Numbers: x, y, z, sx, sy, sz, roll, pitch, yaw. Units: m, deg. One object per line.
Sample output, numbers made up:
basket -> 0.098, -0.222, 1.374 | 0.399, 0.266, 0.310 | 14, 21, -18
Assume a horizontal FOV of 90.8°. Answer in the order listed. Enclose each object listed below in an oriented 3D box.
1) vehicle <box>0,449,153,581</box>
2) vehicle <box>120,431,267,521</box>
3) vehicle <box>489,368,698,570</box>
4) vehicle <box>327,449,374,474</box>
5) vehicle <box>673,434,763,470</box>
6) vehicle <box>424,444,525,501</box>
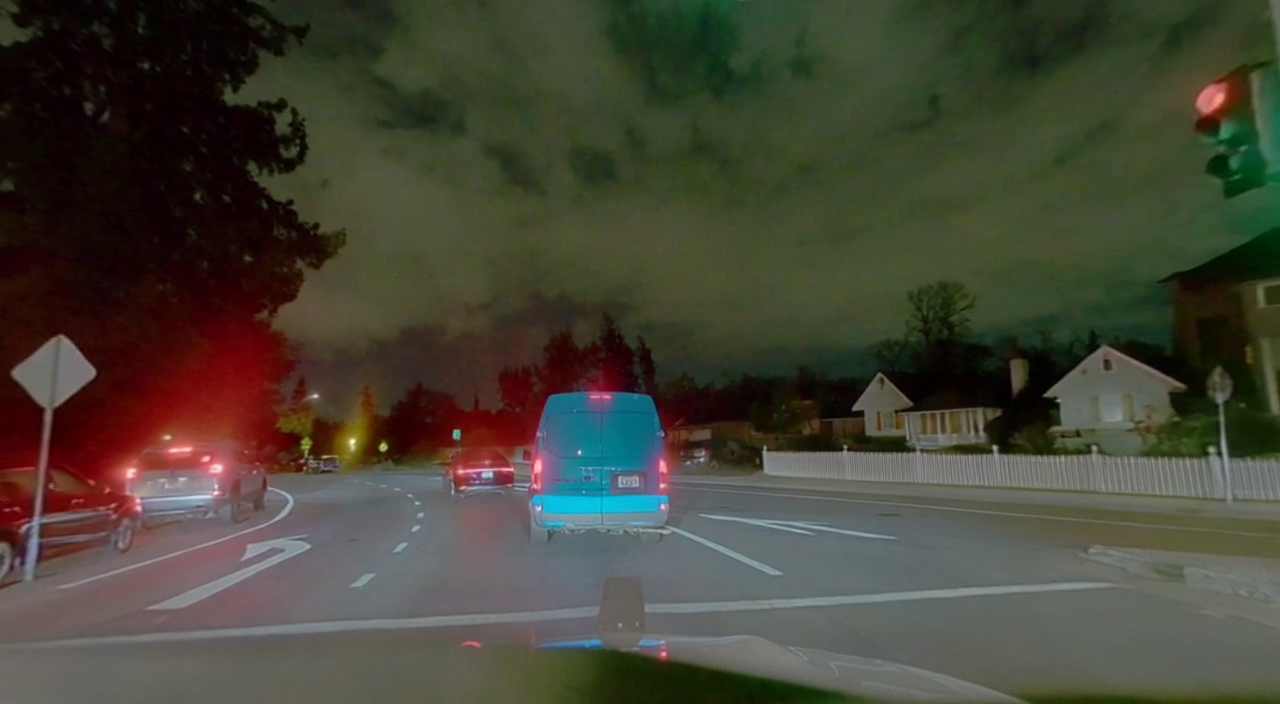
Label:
vehicle -> -8.377, 1.959, 7.820 | 1.952, 1.461, 4.377 | 2, -9, -13
vehicle -> -11.238, 3.071, 16.387 | 2.228, 1.871, 5.492 | 4, -10, -27
vehicle -> -1.019, 1.611, 9.318 | 2.213, 2.124, 4.809 | 2, -9, -14
vehicle -> -18.810, 7.078, 40.917 | 1.911, 1.493, 4.291 | 6, -10, -35
vehicle -> 4.124, 5.204, 33.171 | 4.559, 1.754, 1.985 | 6, -11, -36
vehicle -> -5.031, 3.471, 18.741 | 2.008, 1.445, 4.386 | 4, -9, -26
